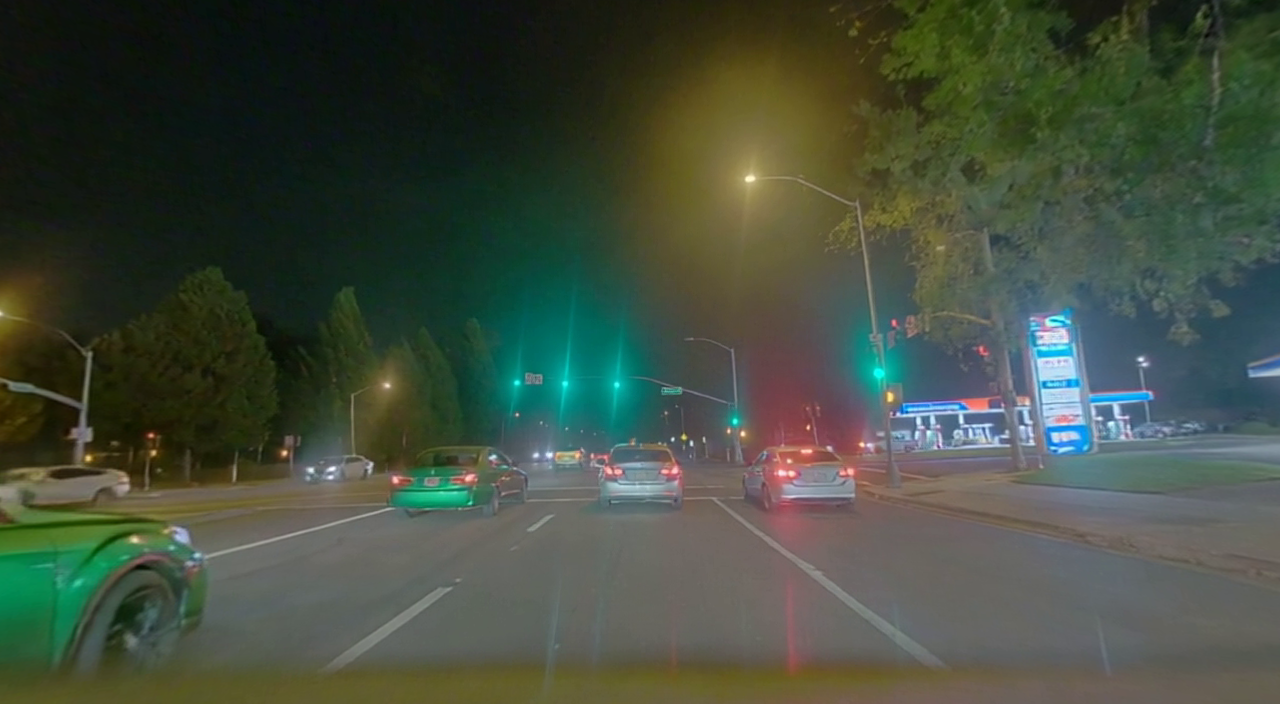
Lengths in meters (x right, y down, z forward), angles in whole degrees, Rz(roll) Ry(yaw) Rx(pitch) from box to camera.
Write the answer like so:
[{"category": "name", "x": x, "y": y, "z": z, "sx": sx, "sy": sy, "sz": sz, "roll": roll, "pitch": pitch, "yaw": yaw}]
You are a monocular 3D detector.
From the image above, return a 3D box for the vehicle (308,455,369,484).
[{"category": "vehicle", "x": -18.621, "y": 7.258, "z": 39.128, "sx": 1.849, "sy": 1.587, "sz": 3.812, "roll": -1, "pitch": -8, "yaw": 1}]

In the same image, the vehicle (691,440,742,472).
[{"category": "vehicle", "x": 3.801, "y": 5.249, "z": 32.099, "sx": 1.942, "sy": 1.482, "sz": 4.623, "roll": 0, "pitch": -8, "yaw": -1}]

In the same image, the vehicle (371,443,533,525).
[{"category": "vehicle", "x": -3.753, "y": 2.691, "z": 13.558, "sx": 1.995, "sy": 1.436, "sz": 4.500, "roll": -1, "pitch": -8, "yaw": 1}]

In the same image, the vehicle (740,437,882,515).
[{"category": "vehicle", "x": 3.642, "y": 2.714, "z": 14.384, "sx": 1.920, "sy": 1.479, "sz": 4.548, "roll": 0, "pitch": -8, "yaw": -1}]

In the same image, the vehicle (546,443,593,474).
[{"category": "vehicle", "x": -3.719, "y": 5.694, "z": 33.910, "sx": 1.896, "sy": 1.501, "sz": 4.390, "roll": -1, "pitch": -8, "yaw": 2}]

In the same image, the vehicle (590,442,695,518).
[{"category": "vehicle", "x": 0.024, "y": 2.742, "z": 14.037, "sx": 1.994, "sy": 1.433, "sz": 3.894, "roll": 0, "pitch": -8, "yaw": -1}]

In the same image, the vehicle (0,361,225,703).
[{"category": "vehicle", "x": -3.633, "y": 0.728, "z": 1.469, "sx": 2.023, "sy": 1.687, "sz": 4.874, "roll": 0, "pitch": -8, "yaw": 0}]
